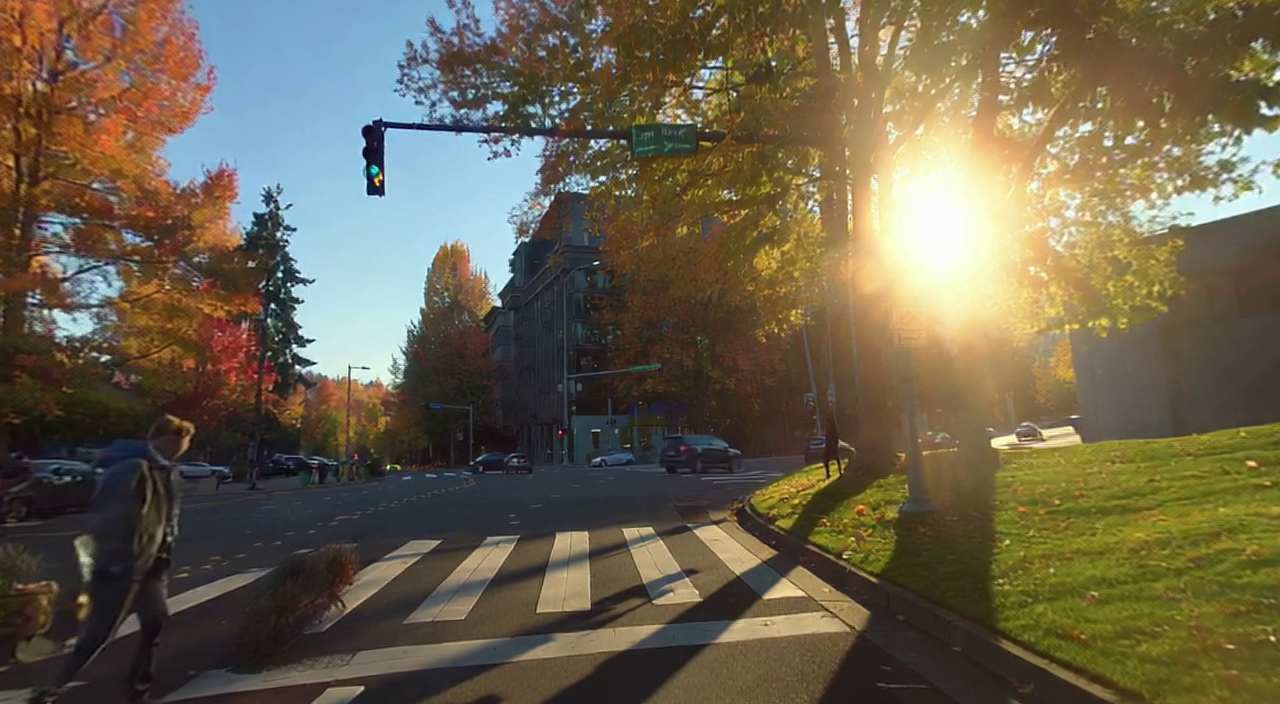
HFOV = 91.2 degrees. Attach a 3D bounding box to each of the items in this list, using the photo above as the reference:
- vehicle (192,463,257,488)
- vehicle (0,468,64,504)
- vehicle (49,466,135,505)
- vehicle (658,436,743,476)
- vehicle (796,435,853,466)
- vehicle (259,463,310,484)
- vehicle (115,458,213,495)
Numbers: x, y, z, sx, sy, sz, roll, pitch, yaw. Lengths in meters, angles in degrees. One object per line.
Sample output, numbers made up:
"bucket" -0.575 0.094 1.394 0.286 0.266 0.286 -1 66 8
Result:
"vehicle" -28.538 8.474 43.160 1.768 1.465 3.972 0 -9 -1
"vehicle" -30.327 6.446 30.328 1.800 1.520 3.968 2 -9 -13
"vehicle" -25.428 6.153 29.249 1.694 1.528 4.225 3 -9 -23
"vehicle" 3.160 5.209 31.692 2.036 1.849 4.811 -7 -11 36
"vehicle" 12.170 6.427 41.110 1.942 1.920 4.263 -8 -11 39
"vehicle" -28.139 9.587 49.741 1.776 1.452 3.920 0 -9 0
"vehicle" -27.832 7.272 36.909 2.064 1.913 5.081 0 -9 -4
